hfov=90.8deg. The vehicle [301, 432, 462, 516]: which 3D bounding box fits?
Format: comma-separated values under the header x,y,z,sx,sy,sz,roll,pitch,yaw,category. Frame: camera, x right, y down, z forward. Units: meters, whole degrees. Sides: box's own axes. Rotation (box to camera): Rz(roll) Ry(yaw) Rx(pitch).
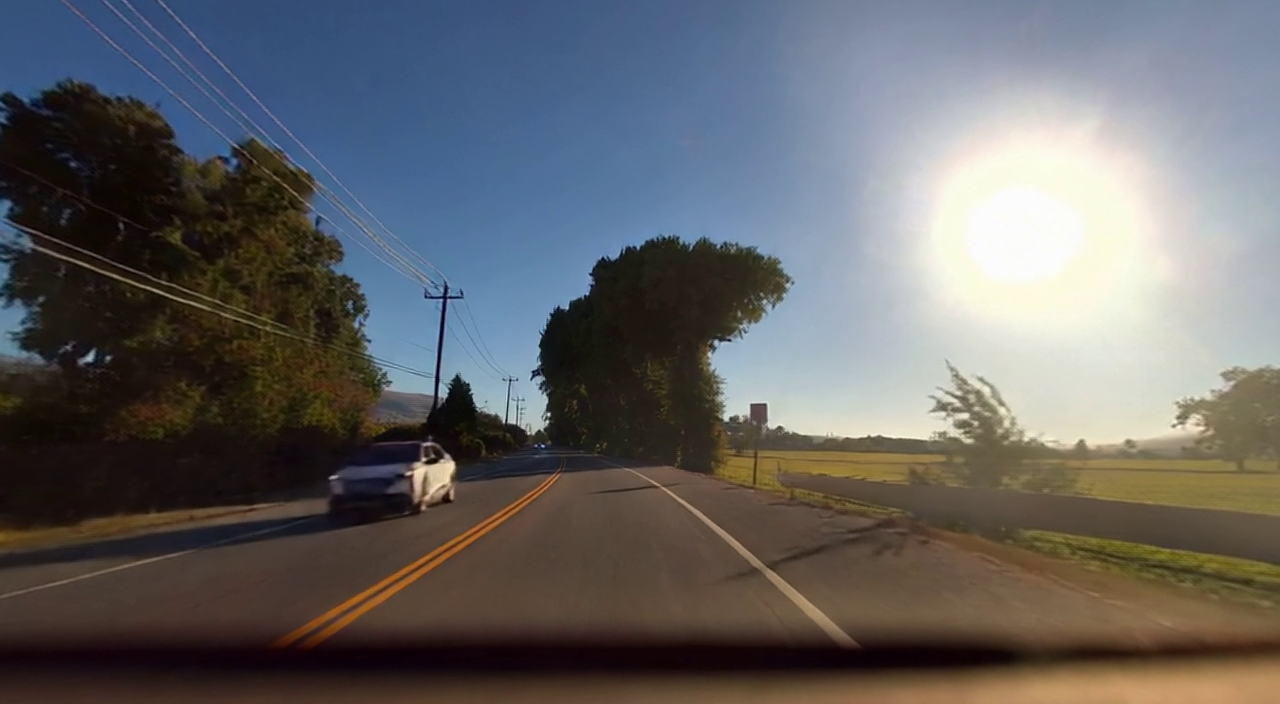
x,y,z,sx,sy,sz,roll,pitch,yaw,category
-5.484,2.618,14.103,1.943,1.556,4.311,1,-8,-3,vehicle
